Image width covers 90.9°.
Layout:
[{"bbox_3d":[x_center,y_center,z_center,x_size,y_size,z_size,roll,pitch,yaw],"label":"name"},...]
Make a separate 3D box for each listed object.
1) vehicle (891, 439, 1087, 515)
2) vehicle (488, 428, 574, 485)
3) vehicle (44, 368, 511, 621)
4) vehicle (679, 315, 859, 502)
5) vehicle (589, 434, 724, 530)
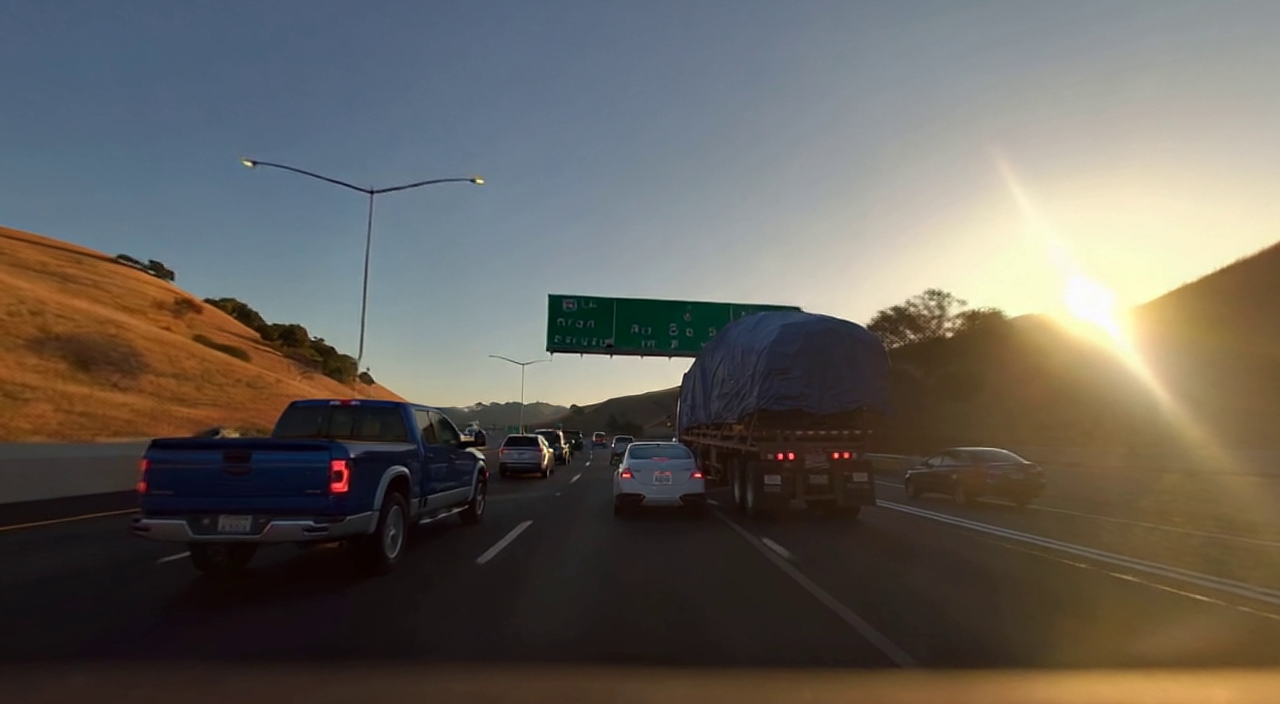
[{"bbox_3d":[7.763,2.782,14.633,2.092,1.495,4.194,0,-8,-1],"label":"vehicle"},{"bbox_3d":[-3.744,3.716,22.761,2.348,1.821,5.061,0,-8,-2],"label":"vehicle"},{"bbox_3d":[-3.281,1.448,7.505,2.318,1.902,5.374,0,-8,1],"label":"vehicle"},{"bbox_3d":[3.135,1.977,19.236,2.759,4.098,10.906,0,-8,-2],"label":"vehicle"},{"bbox_3d":[0.197,2.314,11.863,2.105,1.471,3.978,0,-8,-2],"label":"vehicle"}]
